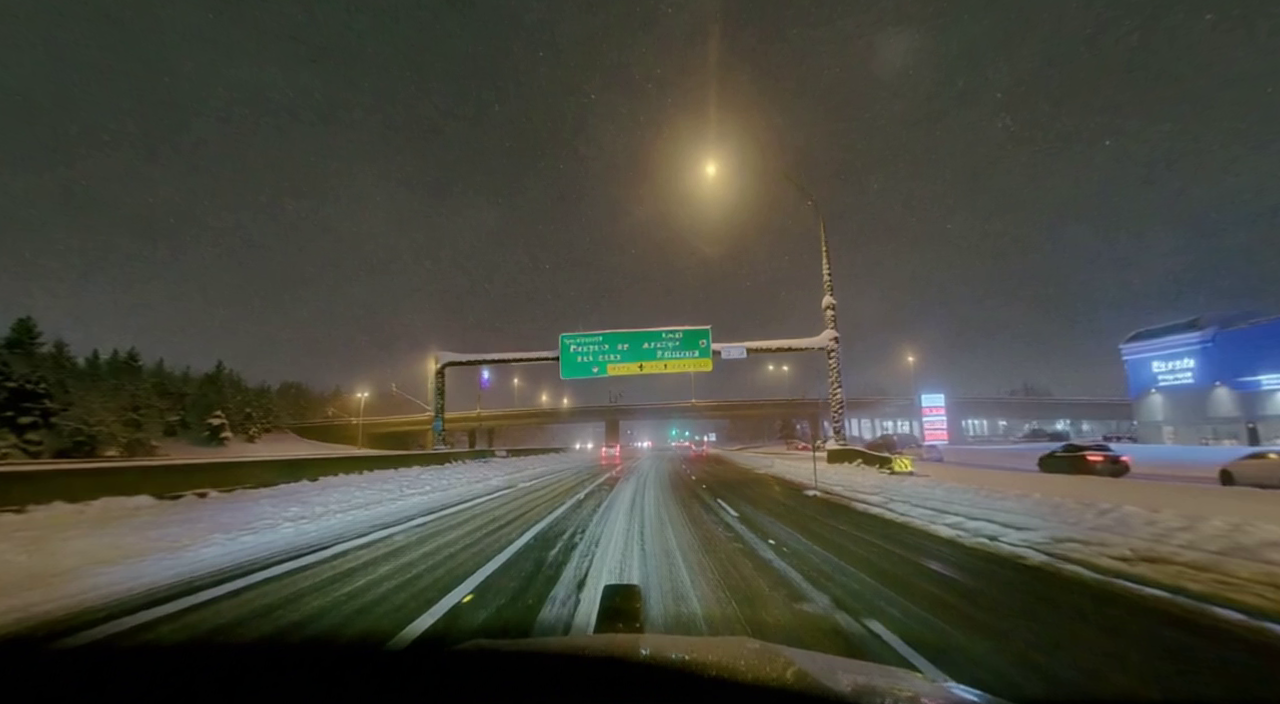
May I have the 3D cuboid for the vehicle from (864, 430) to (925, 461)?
[{"bbox_3d":[19.167,7.105,47.918,2.367,2.187,5.862,0,-8,2],"label":"vehicle"}]

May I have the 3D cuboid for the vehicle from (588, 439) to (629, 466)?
[{"bbox_3d":[-1.829,5.986,37.751,1.982,1.516,4.327,-1,-8,3],"label":"vehicle"}]

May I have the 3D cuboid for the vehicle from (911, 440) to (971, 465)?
[{"bbox_3d":[18.700,6.258,39.448,1.796,1.470,4.352,-1,-8,3],"label":"vehicle"}]

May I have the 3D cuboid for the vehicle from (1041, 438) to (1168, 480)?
[{"bbox_3d":[18.094,4.174,24.916,1.799,1.498,4.308,0,-8,2],"label":"vehicle"}]
